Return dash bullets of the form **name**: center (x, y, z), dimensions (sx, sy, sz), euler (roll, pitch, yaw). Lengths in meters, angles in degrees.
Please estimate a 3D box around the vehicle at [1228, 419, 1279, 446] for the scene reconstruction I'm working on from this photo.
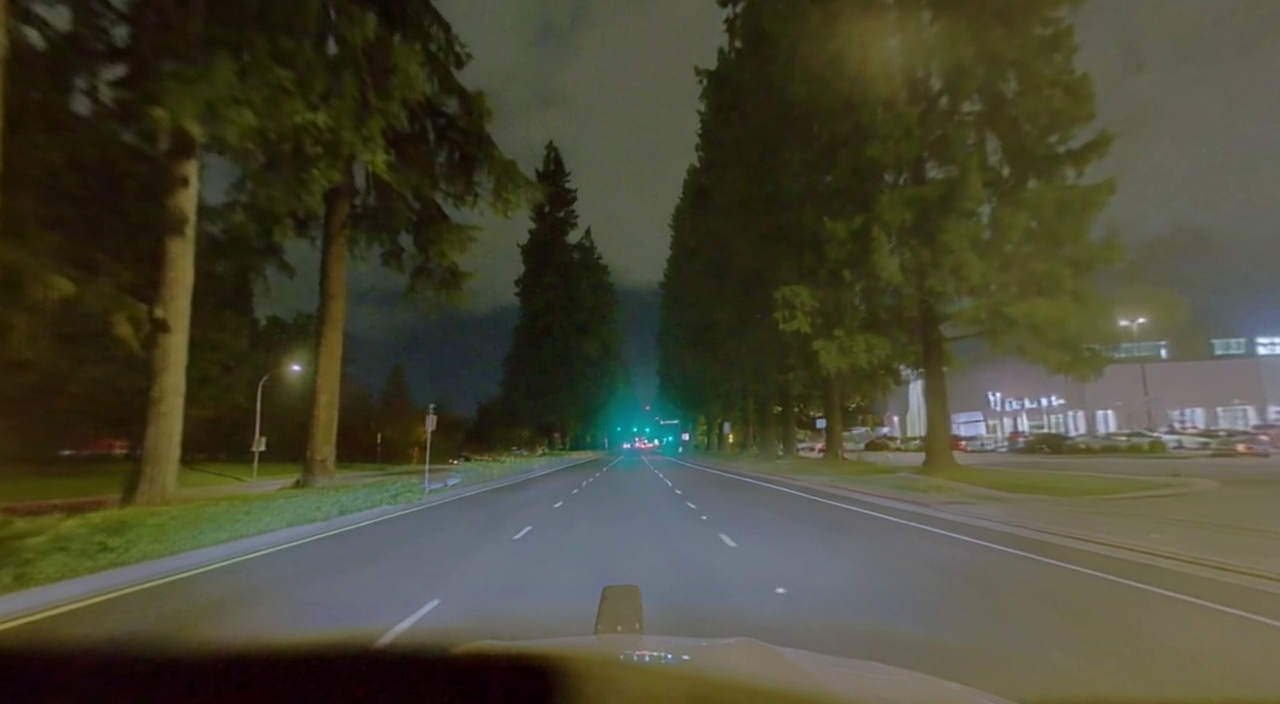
- **vehicle**: center (44.509, 5.656, 44.159), dimensions (1.929, 1.842, 4.959), euler (0, -9, -1)

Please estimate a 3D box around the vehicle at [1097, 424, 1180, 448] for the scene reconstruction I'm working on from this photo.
- **vehicle**: center (33.853, 5.763, 43.054), dimensions (1.850, 1.490, 4.701), euler (0, -9, 1)
